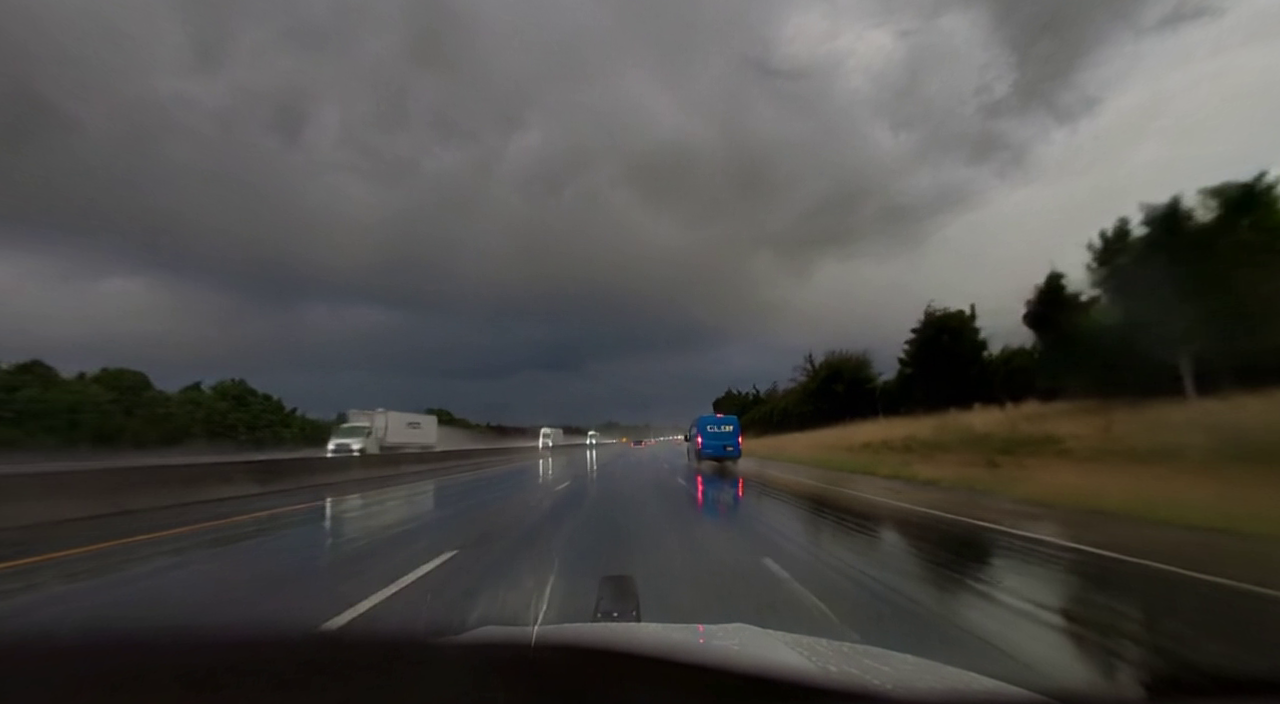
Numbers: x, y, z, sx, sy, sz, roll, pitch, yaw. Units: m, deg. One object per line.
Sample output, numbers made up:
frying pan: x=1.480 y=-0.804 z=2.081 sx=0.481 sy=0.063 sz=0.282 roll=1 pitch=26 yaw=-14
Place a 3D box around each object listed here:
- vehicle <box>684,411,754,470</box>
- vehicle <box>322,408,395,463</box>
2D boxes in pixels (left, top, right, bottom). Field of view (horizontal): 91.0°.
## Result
vehicle: x=3.695 y=4.317 z=30.605 sx=2.485 sy=2.562 sz=5.535 roll=0 pitch=-8 yaw=-2
vehicle: x=-22.143 y=6.649 z=49.911 sx=2.928 sy=3.992 sz=6.013 roll=-1 pitch=-8 yaw=1
